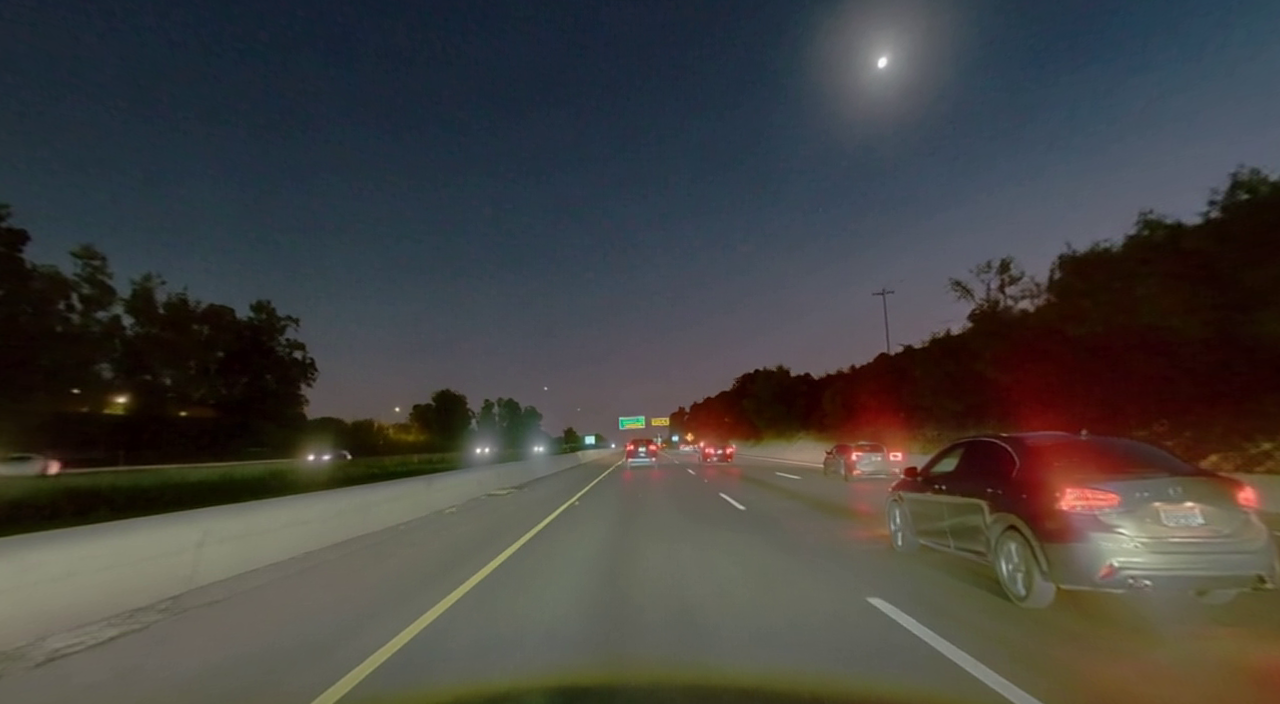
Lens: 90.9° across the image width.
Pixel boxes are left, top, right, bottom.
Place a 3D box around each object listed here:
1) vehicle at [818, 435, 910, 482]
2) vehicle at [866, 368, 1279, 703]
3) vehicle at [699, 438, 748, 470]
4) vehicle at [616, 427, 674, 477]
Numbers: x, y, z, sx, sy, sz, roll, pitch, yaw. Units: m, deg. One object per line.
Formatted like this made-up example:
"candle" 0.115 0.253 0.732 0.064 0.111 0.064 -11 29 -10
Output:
"vehicle" 8.034 3.847 23.067 1.810 1.516 4.183 -1 -8 0
"vehicle" 3.700 1.213 5.232 2.003 1.661 4.418 -1 -8 0
"vehicle" 4.150 5.095 31.790 1.825 1.487 4.034 0 -8 -1
"vehicle" 0.182 4.044 25.802 2.189 1.852 4.038 0 -8 0
